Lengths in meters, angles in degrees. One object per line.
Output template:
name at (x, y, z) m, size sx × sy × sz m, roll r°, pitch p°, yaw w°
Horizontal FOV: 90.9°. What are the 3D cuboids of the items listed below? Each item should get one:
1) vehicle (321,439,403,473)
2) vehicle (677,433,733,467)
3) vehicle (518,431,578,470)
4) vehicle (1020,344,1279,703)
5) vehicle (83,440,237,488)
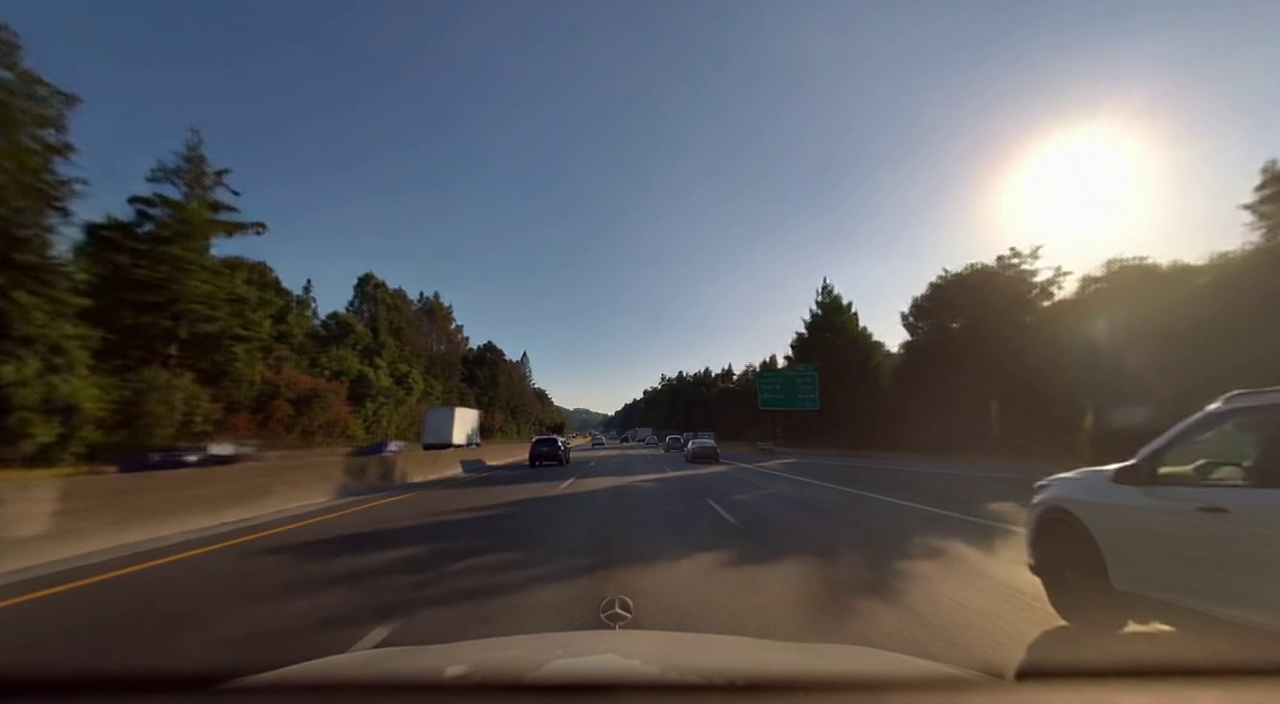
vehicle at (-12.582, 4.686, 28.883) m, size 1.865 × 1.416 × 4.371 m, roll 0°, pitch -8°, yaw -2°
vehicle at (2.890, 4.463, 28.983) m, size 1.990 × 1.480 × 3.865 m, roll 0°, pitch -8°, yaw -2°
vehicle at (-4.058, 4.399, 28.541) m, size 2.011 × 1.614 × 4.808 m, roll 0°, pitch -8°, yaw -1°
vehicle at (3.506, 0.693, 1.701) m, size 1.949 × 1.639 × 4.748 m, roll 0°, pitch -8°, yaw -1°
vehicle at (-16.131, 3.743, 21.556) m, size 1.863 × 1.450 × 4.406 m, roll 0°, pitch -8°, yaw -1°
